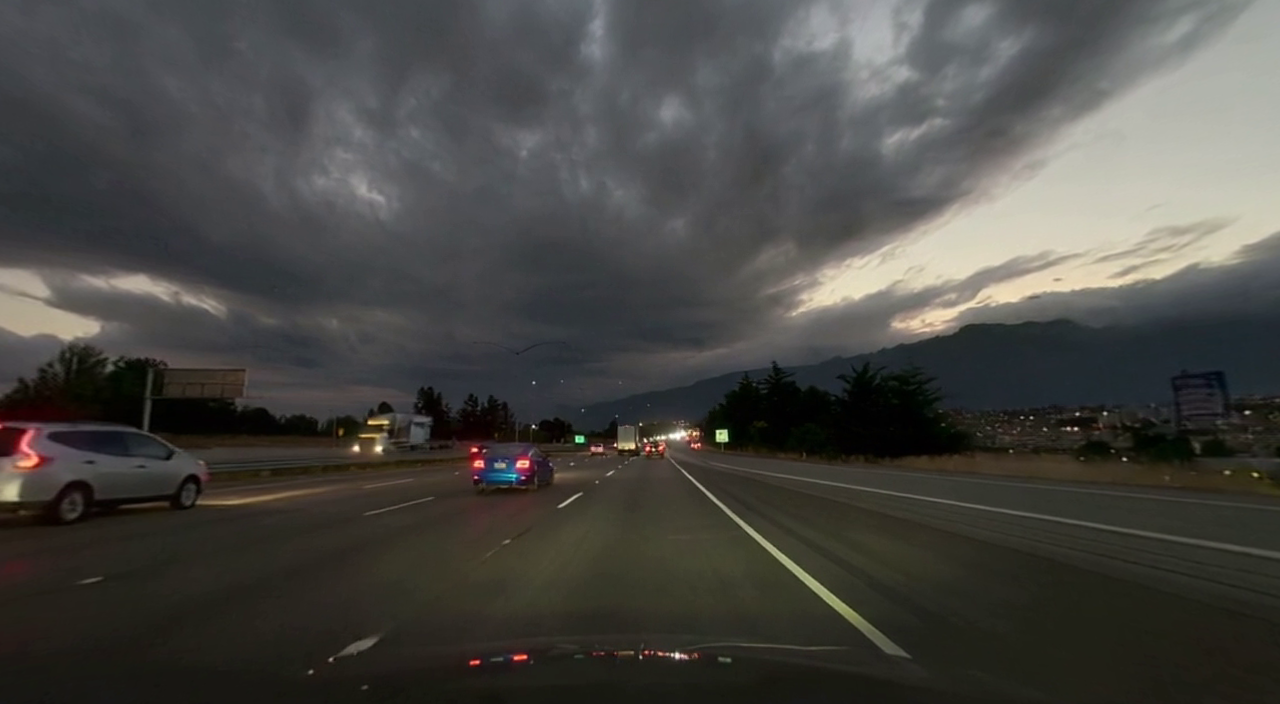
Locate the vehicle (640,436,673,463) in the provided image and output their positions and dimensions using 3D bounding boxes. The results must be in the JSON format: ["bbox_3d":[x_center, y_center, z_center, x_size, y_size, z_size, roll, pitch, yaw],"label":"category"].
[{"bbox_3d":[1.282,7.467,48.194,2.373,1.935,4.448,-1,-8,2],"label":"vehicle"}]

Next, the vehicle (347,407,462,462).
[{"bbox_3d":[-17.183,6.358,47.778,2.988,3.555,13.842,-1,-8,2],"label":"vehicle"}]

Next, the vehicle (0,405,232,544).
[{"bbox_3d":[-10.216,2.139,11.629,2.053,2.002,4.800,0,-8,1],"label":"vehicle"}]

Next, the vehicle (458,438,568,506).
[{"bbox_3d":[-3.105,2.999,16.192,1.953,1.511,3.704,-1,-8,2],"label":"vehicle"}]
